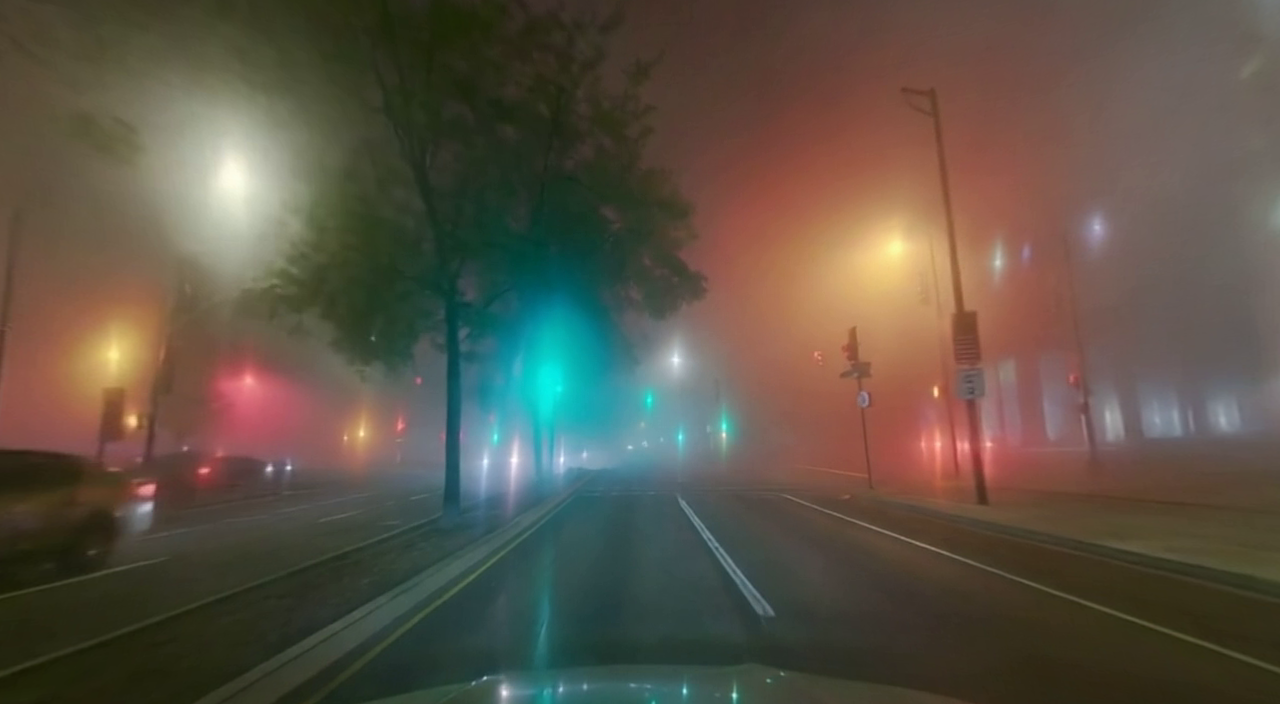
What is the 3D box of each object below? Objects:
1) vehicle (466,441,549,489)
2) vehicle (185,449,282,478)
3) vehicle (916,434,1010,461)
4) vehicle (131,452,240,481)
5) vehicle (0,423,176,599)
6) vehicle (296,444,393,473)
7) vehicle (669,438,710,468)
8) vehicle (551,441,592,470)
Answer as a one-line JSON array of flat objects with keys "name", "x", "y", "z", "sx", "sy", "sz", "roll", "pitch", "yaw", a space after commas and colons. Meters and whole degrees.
[{"name": "vehicle", "x": -4.786, "y": 4.162, "z": 23.592, "sx": 1.991, "sy": 1.614, "sz": 4.718, "roll": 0, "pitch": -9, "yaw": 1}, {"name": "vehicle", "x": -23.700, "y": 6.494, "z": 36.844, "sx": 4.276, "sy": 1.570, "sz": 2.044, "roll": 0, "pitch": -9, "yaw": 2}, {"name": "vehicle", "x": 18.961, "y": 5.655, "z": 37.158, "sx": 4.459, "sy": 1.525, "sz": 1.956, "roll": 0, "pitch": -9, "yaw": 0}, {"name": "vehicle", "x": -24.619, "y": 6.201, "z": 34.281, "sx": 4.359, "sy": 1.457, "sz": 2.043, "roll": 0, "pitch": -9, "yaw": 2}, {"name": "vehicle", "x": -7.628, "y": 1.667, "z": 6.620, "sx": 1.962, "sy": 1.807, "sz": 4.541, "roll": 0, "pitch": -9, "yaw": 1}, {"name": "vehicle", "x": -20.877, "y": 7.554, "z": 44.710, "sx": 5.735, "sy": 1.993, "sz": 2.118, "roll": 0, "pitch": -9, "yaw": -1}, {"name": "vehicle", "x": 3.025, "y": 6.325, "z": 39.535, "sx": 2.129, "sy": 1.719, "sz": 4.205, "roll": 0, "pitch": -9, "yaw": -1}, {"name": "vehicle", "x": -4.485, "y": 6.803, "z": 41.755, "sx": 2.123, "sy": 1.798, "sz": 4.508, "roll": 0, "pitch": -9, "yaw": 1}]
